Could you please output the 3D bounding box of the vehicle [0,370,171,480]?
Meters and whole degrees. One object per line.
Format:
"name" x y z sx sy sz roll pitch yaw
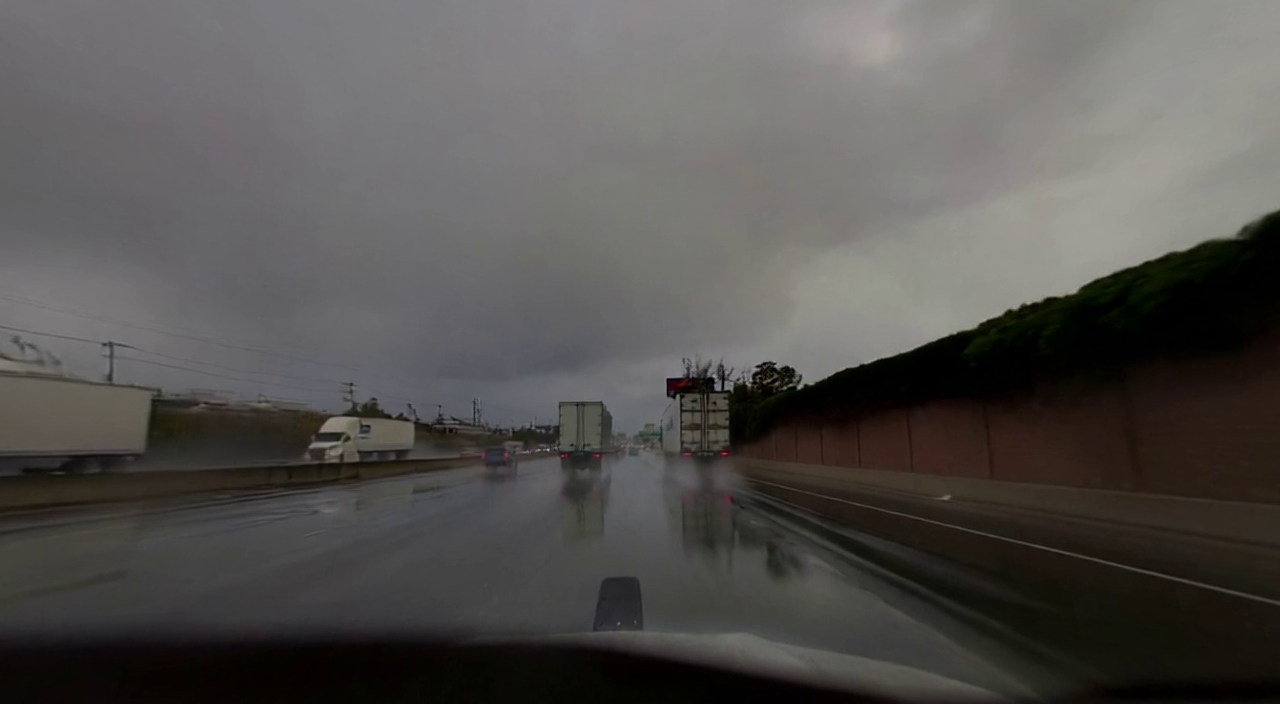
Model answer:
"vehicle" -23.433 2.694 22.933 2.831 3.746 13.356 0 -9 -1

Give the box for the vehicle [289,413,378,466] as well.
"vehicle" -23.427 6.803 48.973 3.025 3.725 7.836 0 -9 -1

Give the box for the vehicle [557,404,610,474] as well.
"vehicle" -3.624 6.027 44.138 2.848 4.098 13.421 1 -7 -2

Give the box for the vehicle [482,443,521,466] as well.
"vehicle" -10.597 7.868 48.662 2.132 1.679 4.045 0 -9 -1

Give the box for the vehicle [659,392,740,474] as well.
"vehicle" 3.198 5.097 39.464 2.908 3.898 17.275 2 -8 -1
